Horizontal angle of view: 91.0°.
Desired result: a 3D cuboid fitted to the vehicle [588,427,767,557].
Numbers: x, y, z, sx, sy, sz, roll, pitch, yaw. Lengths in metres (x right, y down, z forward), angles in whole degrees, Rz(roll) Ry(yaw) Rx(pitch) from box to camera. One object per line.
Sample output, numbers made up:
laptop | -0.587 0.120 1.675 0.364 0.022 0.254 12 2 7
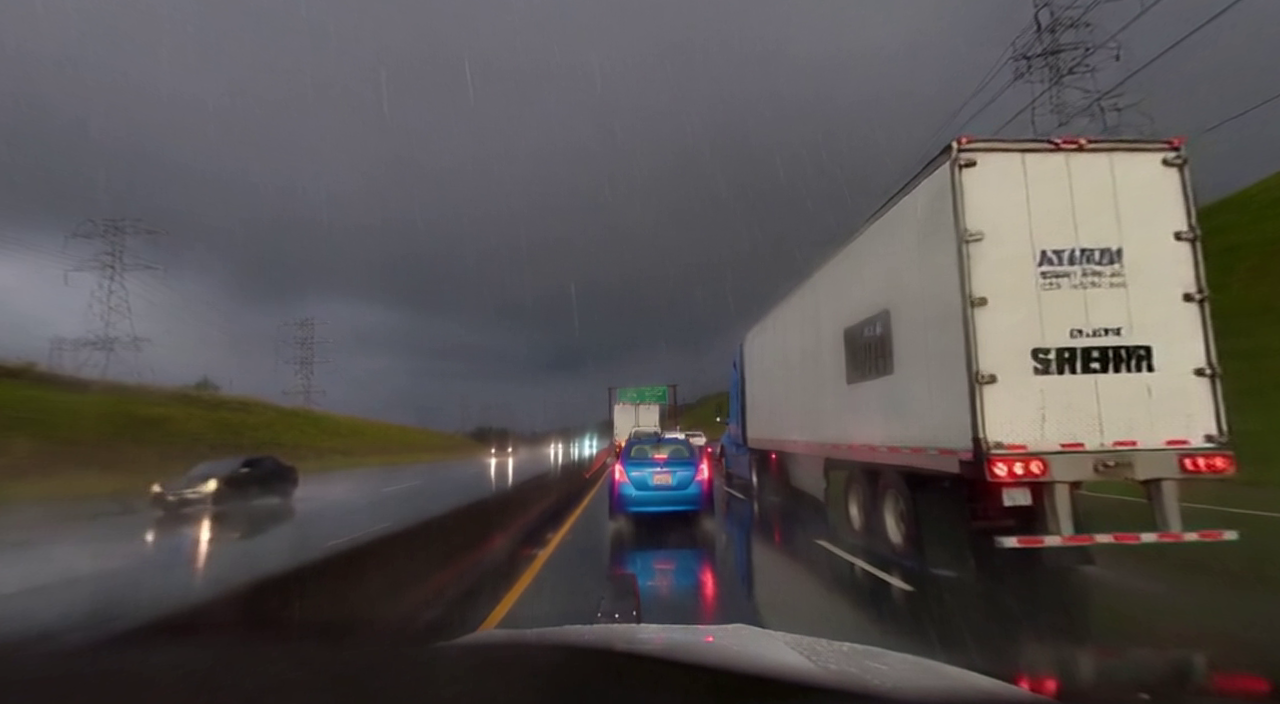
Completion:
vehicle | 0.358 1.855 9.058 2.045 1.446 3.597 0 -8 -2

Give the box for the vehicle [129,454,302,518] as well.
vehicle | -11.786 3.703 17.938 1.868 1.468 4.446 -1 -8 0

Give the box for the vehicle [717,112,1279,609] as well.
vehicle | 4.198 0.944 12.220 3.138 4.065 14.276 0 -8 -2
